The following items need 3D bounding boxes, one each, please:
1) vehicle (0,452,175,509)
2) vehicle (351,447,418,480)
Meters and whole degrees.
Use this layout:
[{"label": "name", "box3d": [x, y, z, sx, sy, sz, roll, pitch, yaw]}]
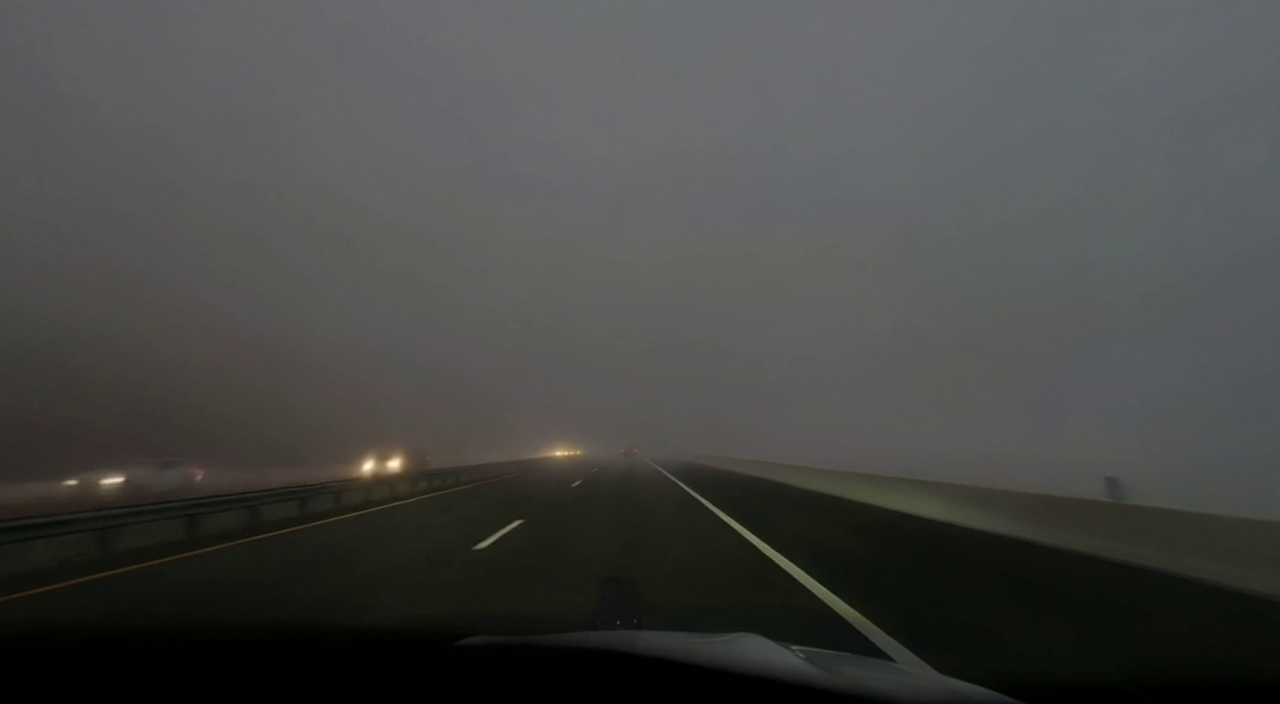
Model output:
[{"label": "vehicle", "box3d": [-17.474, 4.028, 20.150, 1.888, 1.579, 4.230, 0, -9, -3]}, {"label": "vehicle", "box3d": [-12.959, 5.659, 32.032, 1.882, 1.550, 4.112, 0, -9, -4]}]
